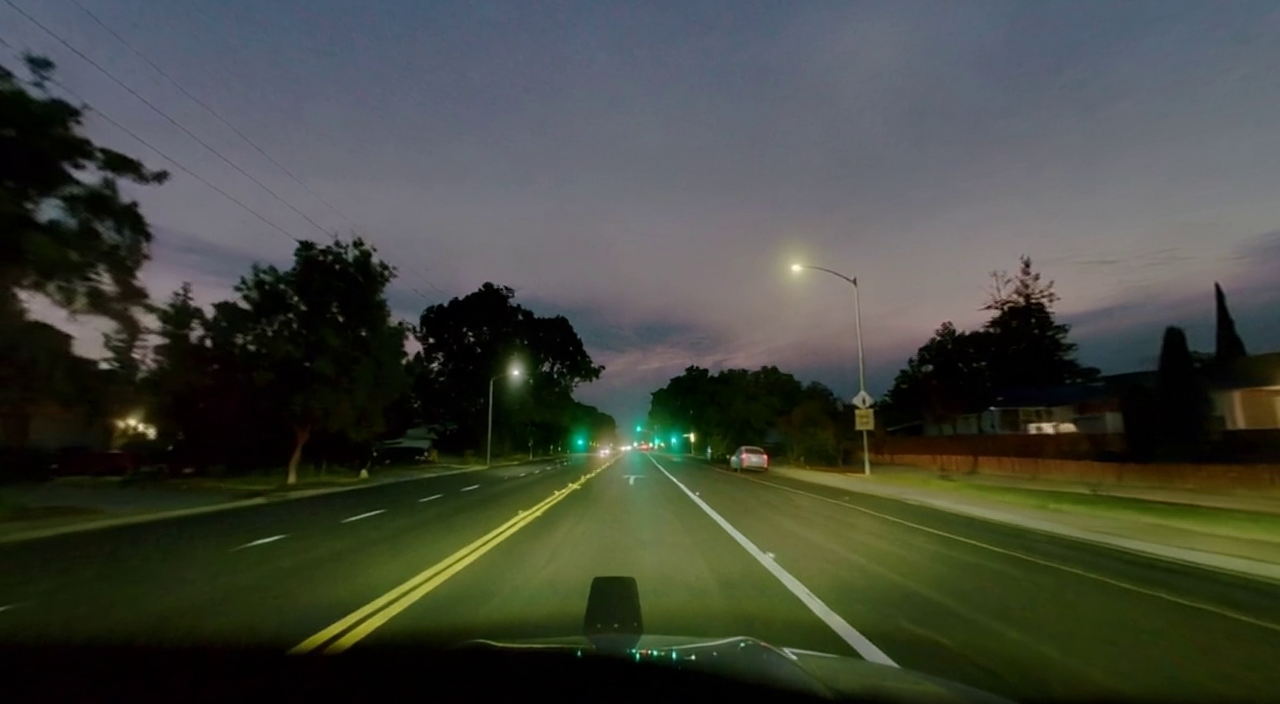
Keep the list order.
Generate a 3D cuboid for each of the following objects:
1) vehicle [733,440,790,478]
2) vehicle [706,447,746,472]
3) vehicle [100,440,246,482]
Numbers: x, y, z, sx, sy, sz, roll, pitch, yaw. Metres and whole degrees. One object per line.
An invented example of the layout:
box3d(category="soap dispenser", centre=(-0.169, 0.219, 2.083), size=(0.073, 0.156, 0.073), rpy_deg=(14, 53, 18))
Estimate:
box3d(category="vehicle", centre=(6.456, 5.756, 34.210), size=(2.099, 1.878, 4.476), rpy_deg=(0, -8, -1))
box3d(category="vehicle", centre=(6.165, 7.796, 45.939), size=(2.226, 1.682, 4.461), rpy_deg=(0, -8, -1))
box3d(category="vehicle", centre=(-19.650, 4.590, 26.743), size=(4.497, 1.674, 2.168), rpy_deg=(-1, -8, 3))
